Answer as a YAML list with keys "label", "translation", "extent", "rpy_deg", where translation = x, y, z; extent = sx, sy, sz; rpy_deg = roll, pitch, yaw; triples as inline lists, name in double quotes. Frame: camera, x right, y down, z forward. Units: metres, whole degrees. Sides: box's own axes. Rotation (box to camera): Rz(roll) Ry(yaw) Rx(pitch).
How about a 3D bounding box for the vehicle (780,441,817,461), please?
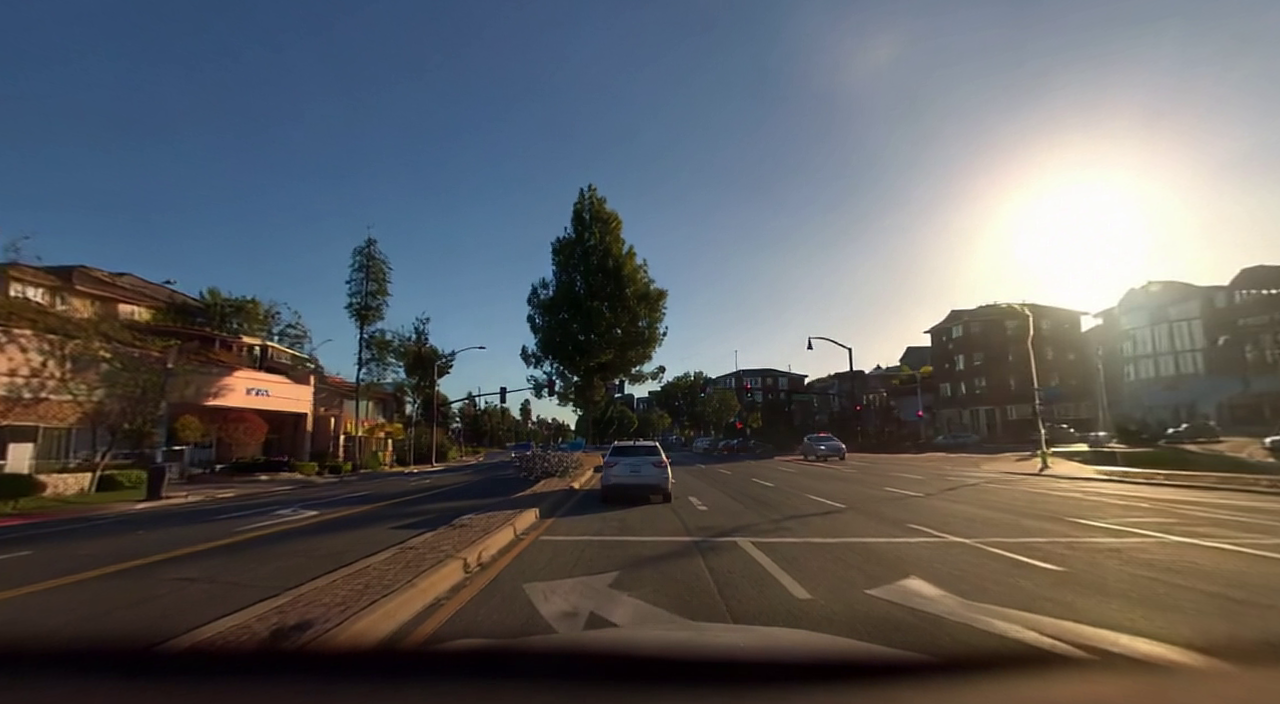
- label: "vehicle"
  translation: [12.507, 7.816, 49.935]
  extent: [1.837, 1.524, 3.800]
  rpy_deg: [0, -9, -2]

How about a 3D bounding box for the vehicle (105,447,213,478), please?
- label: "vehicle"
  translation: [-29.544, 6.758, 39.011]
  extent: [4.758, 1.809, 2.114]
  rpy_deg: [4, -9, -22]

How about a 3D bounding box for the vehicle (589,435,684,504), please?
- label: "vehicle"
  translation: [-0.116, 2.854, 15.782]
  extent: [2.064, 1.477, 3.968]
  rpy_deg: [0, -9, -1]

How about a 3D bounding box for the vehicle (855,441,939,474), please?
- label: "vehicle"
  translation: [12.417, 5.127, 30.871]
  extent: [2.059, 1.482, 4.568]
  rpy_deg: [0, -9, -2]

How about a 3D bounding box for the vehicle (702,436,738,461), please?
- label: "vehicle"
  translation: [5.883, 7.194, 47.016]
  extent: [1.957, 1.755, 4.331]
  rpy_deg: [0, -9, -1]

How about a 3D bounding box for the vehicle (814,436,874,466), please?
- label: "vehicle"
  translation: [12.874, 6.311, 40.265]
  extent: [1.981, 1.746, 5.375]
  rpy_deg: [0, -9, -1]
